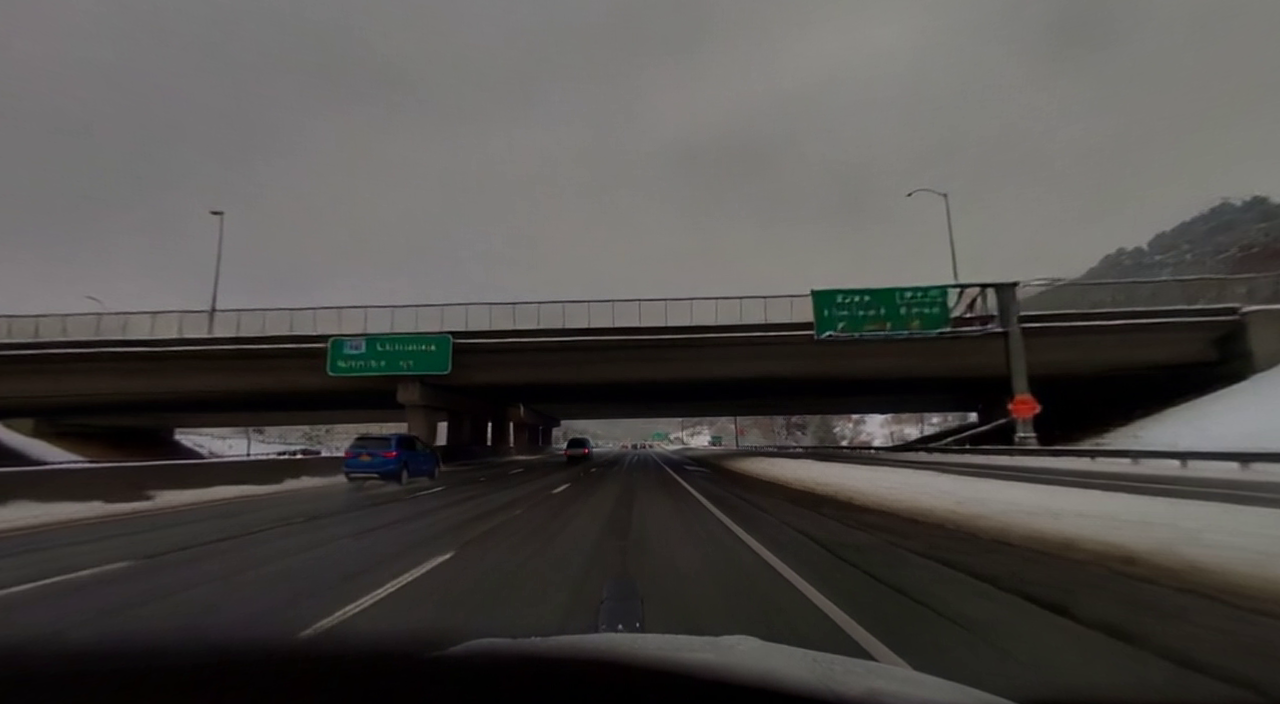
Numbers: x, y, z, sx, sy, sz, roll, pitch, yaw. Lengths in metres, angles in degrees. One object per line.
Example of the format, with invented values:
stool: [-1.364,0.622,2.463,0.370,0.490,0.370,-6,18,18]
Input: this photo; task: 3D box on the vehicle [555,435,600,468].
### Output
vehicle: [-3.681,5.962,37.976,2.144,1.847,4.850,0,-8,1]

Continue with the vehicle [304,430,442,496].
vehicle: [-7.827,3.290,19.057,2.092,1.712,4.627,0,-8,0]
